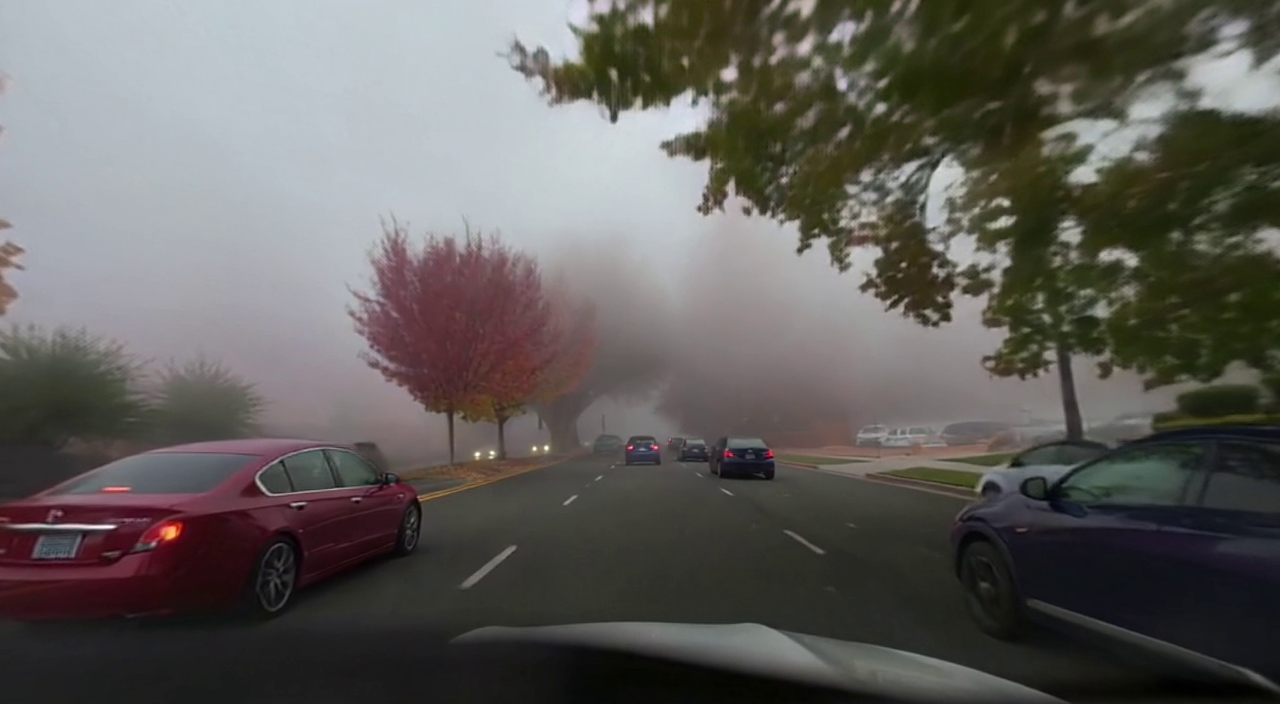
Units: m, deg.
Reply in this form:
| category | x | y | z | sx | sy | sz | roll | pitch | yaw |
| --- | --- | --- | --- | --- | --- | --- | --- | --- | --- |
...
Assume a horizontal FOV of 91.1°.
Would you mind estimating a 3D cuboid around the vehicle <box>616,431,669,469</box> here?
| category | x | y | z | sx | sy | sz | roll | pitch | yaw |
| --- | --- | --- | --- | --- | --- | --- | --- | --- | --- |
| vehicle | 0.121 | 4.567 | 29.364 | 2.293 | 1.662 | 4.262 | 0 | -8 | 0 |

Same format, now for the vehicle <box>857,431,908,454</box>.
| category | x | y | z | sx | sy | sz | roll | pitch | yaw |
| --- | --- | --- | --- | --- | --- | --- | --- | --- | --- |
| vehicle | 18.378 | 6.921 | 47.705 | 1.767 | 1.400 | 4.107 | -3 | -10 | -7 |

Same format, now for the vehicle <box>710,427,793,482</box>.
| category | x | y | z | sx | sy | sz | roll | pitch | yaw |
| --- | --- | --- | --- | --- | --- | --- | --- | --- | --- |
| vehicle | 3.662 | 3.468 | 21.523 | 2.019 | 1.675 | 4.488 | 0 | -8 | 0 |

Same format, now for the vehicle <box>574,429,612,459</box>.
| category | x | y | z | sx | sy | sz | roll | pitch | yaw |
| --- | --- | --- | --- | --- | --- | --- | --- | --- | --- |
| vehicle | -3.368 | 6.758 | 46.149 | 2.246 | 2.062 | 5.123 | 0 | -8 | 1 |

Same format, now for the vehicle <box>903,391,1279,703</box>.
| category | x | y | z | sx | sy | sz | roll | pitch | yaw |
| --- | --- | --- | --- | --- | --- | --- | --- | --- | --- |
| vehicle | 3.374 | 1.038 | 3.314 | 2.060 | 1.474 | 4.475 | 0 | -8 | 0 |

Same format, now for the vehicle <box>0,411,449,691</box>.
| category | x | y | z | sx | sy | sz | roll | pitch | yaw |
| --- | --- | --- | --- | --- | --- | --- | --- | --- | --- |
| vehicle | -3.497 | 1.400 | 5.704 | 1.997 | 1.479 | 4.547 | 0 | -8 | 1 |
